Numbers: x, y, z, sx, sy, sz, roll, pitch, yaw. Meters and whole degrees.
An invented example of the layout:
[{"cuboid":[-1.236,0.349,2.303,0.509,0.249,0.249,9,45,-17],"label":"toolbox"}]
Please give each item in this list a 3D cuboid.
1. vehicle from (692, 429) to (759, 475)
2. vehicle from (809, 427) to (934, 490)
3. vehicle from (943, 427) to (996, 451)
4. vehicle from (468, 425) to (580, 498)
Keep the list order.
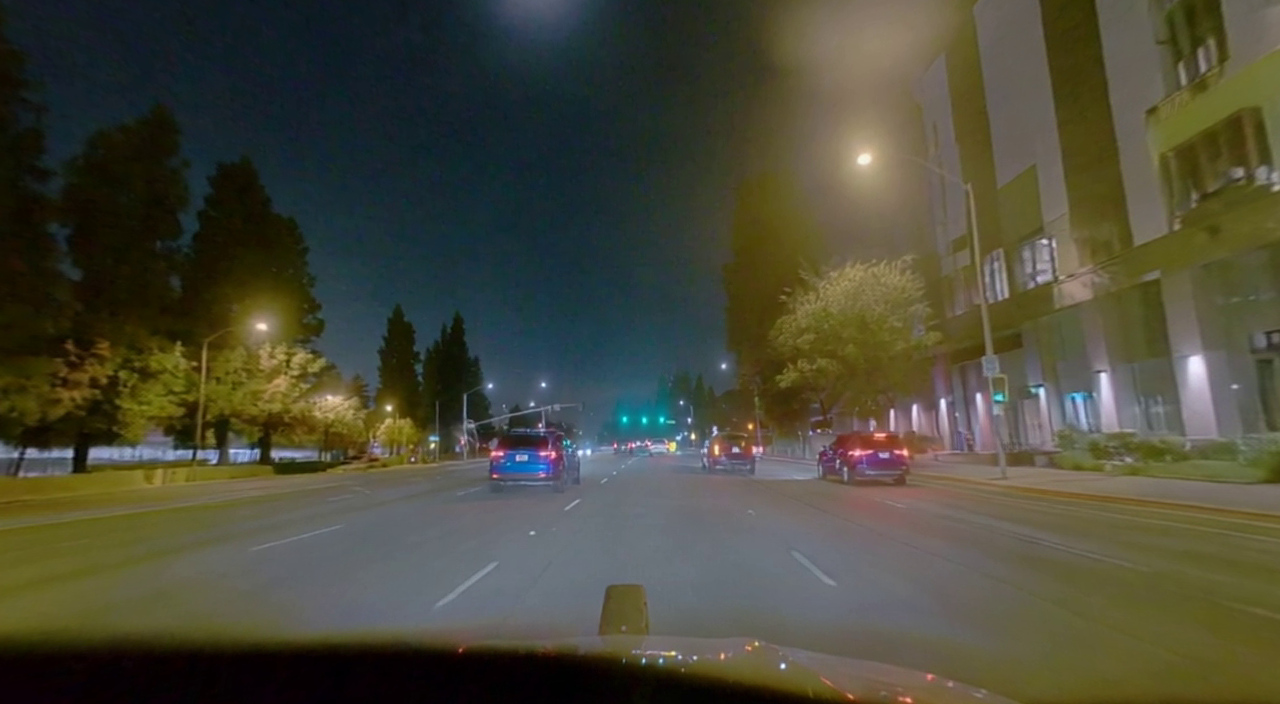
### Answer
[{"cuboid":[3.545,4.279,27.109,2.178,1.804,4.766,0,-9,0],"label":"vehicle"},{"cuboid":[6.877,3.230,19.346,2.088,1.666,4.512,0,-9,-1],"label":"vehicle"},{"cuboid":[23.484,6.239,45.026,1.800,1.563,3.827,-1,-9,2],"label":"vehicle"},{"cuboid":[-2.992,2.961,17.358,2.141,1.719,4.379,0,-9,2],"label":"vehicle"}]
